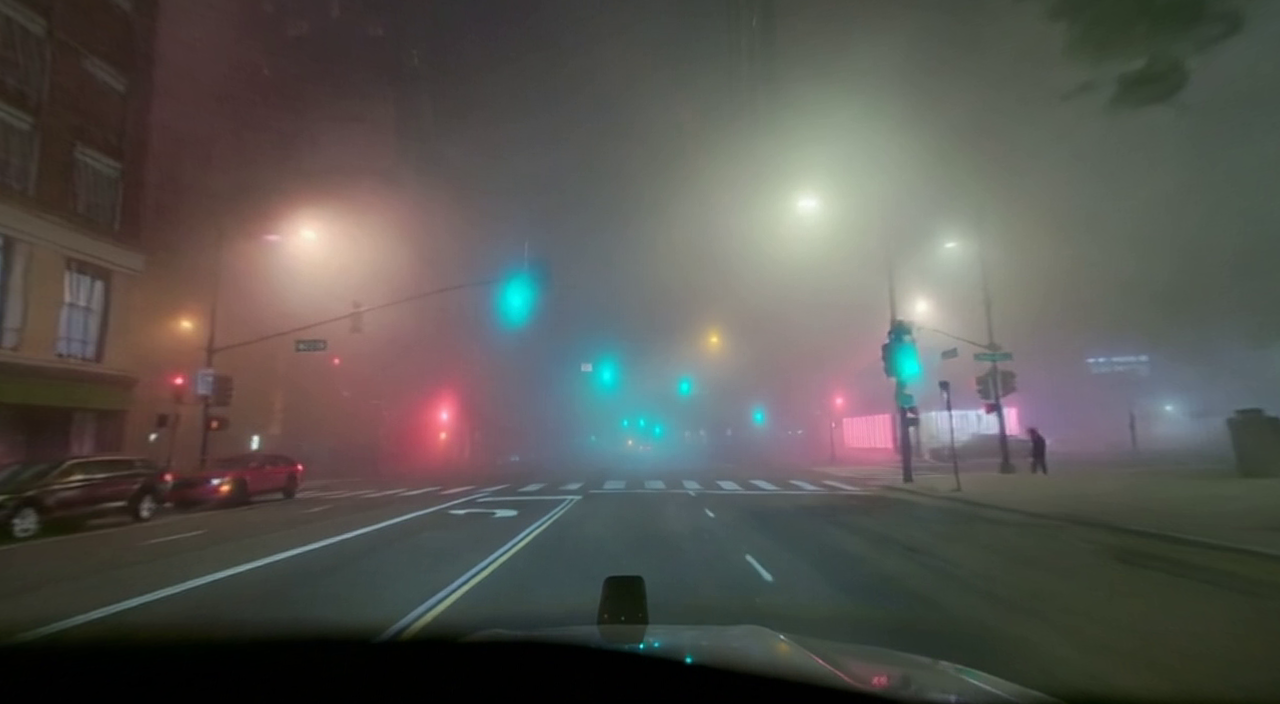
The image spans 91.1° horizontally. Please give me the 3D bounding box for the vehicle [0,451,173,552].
[{"bbox_3d":[-12.120,2.867,12.529,1.898,1.724,4.445,-1,-8,5],"label":"vehicle"}]

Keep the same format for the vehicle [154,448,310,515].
[{"bbox_3d":[-12.100,3.805,19.014,1.956,1.624,4.186,-3,-8,0],"label":"vehicle"}]
